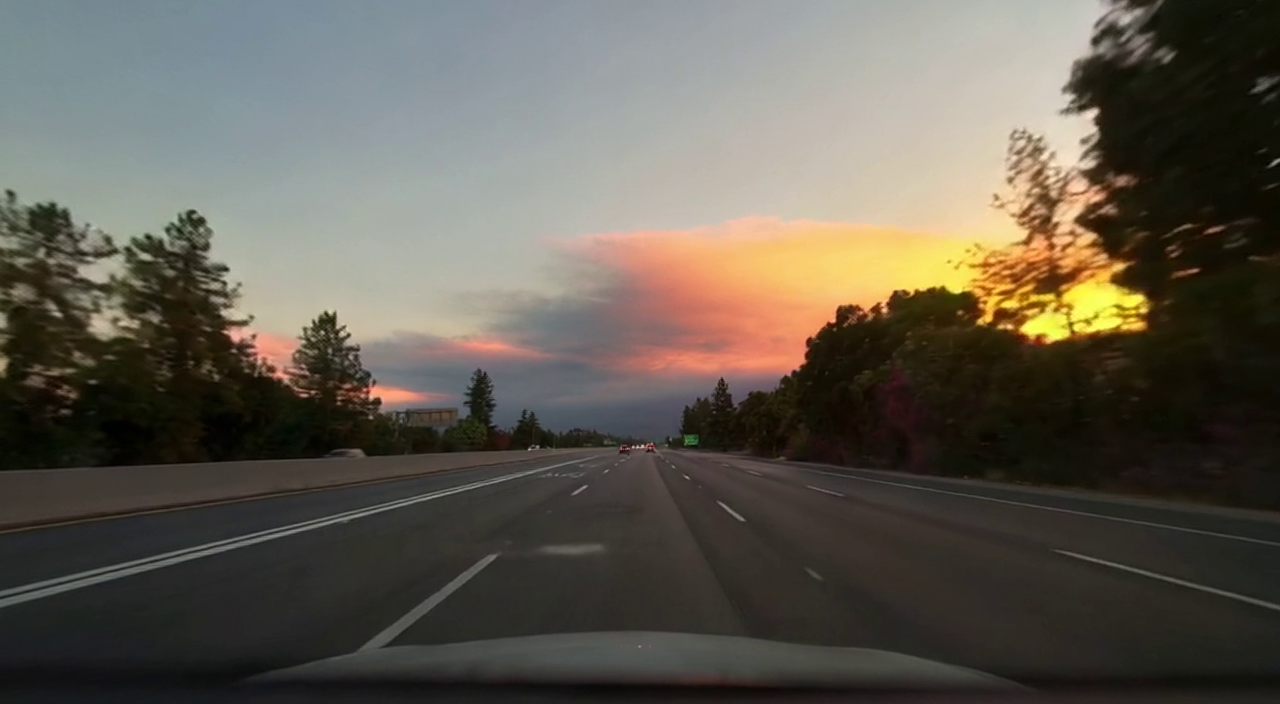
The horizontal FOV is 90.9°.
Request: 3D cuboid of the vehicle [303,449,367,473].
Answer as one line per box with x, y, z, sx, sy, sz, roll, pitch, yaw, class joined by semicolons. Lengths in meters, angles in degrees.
-21.113;7.545;43.848;1.824;1.558;5.076;0;-8;1;vehicle
